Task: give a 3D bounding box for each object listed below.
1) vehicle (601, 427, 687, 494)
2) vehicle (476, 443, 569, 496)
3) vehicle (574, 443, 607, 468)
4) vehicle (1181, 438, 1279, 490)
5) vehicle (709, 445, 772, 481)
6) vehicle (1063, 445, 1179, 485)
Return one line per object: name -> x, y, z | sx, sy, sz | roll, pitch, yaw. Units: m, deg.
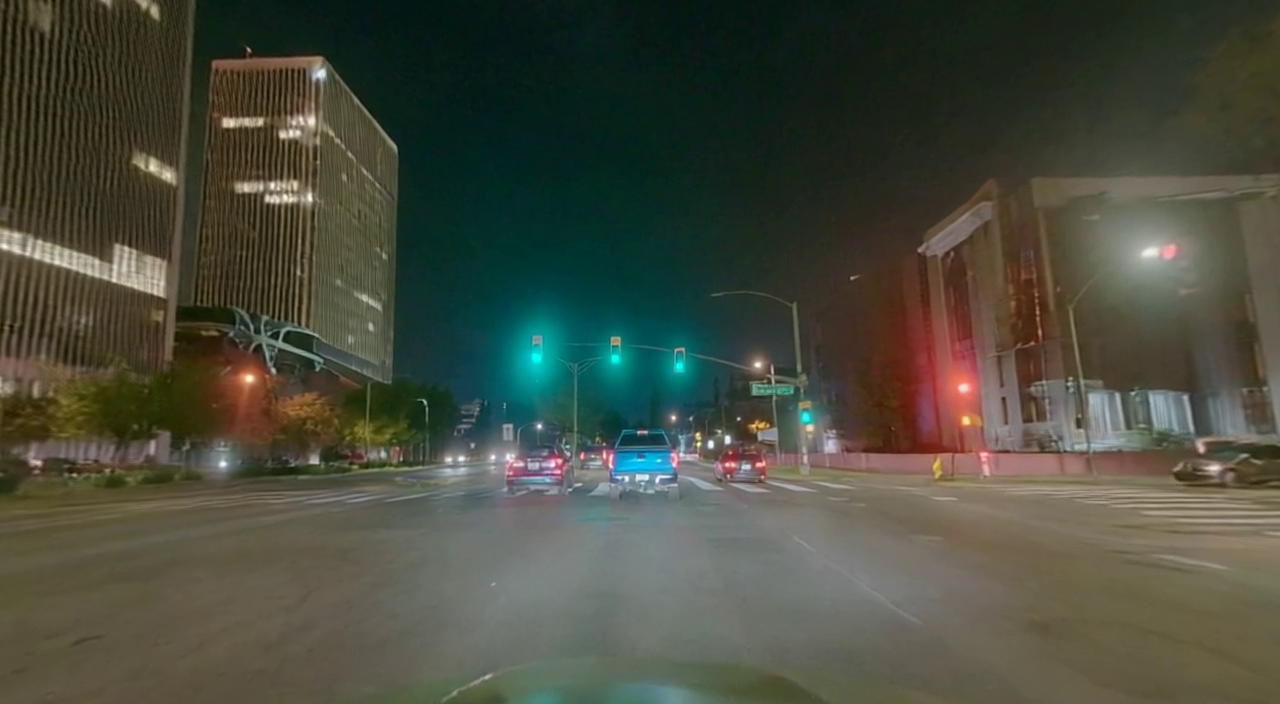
vehicle -> 0.133, 3.522, 20.827 | 2.493, 1.934, 4.957 | 0, -8, 0
vehicle -> -3.548, 3.632, 19.938 | 1.986, 1.465, 4.509 | 0, -8, 1
vehicle -> -3.549, 7.488, 45.897 | 2.018, 1.700, 4.142 | 0, -8, 0
vehicle -> 23.092, 4.152, 23.806 | 4.786, 1.777, 2.248 | 4, -9, -27
vehicle -> 4.398, 4.894, 28.162 | 1.968, 1.472, 4.456 | 0, -8, -1
vehicle -> 19.920, 4.624, 26.061 | 4.417, 1.492, 1.943 | 4, -9, -26
